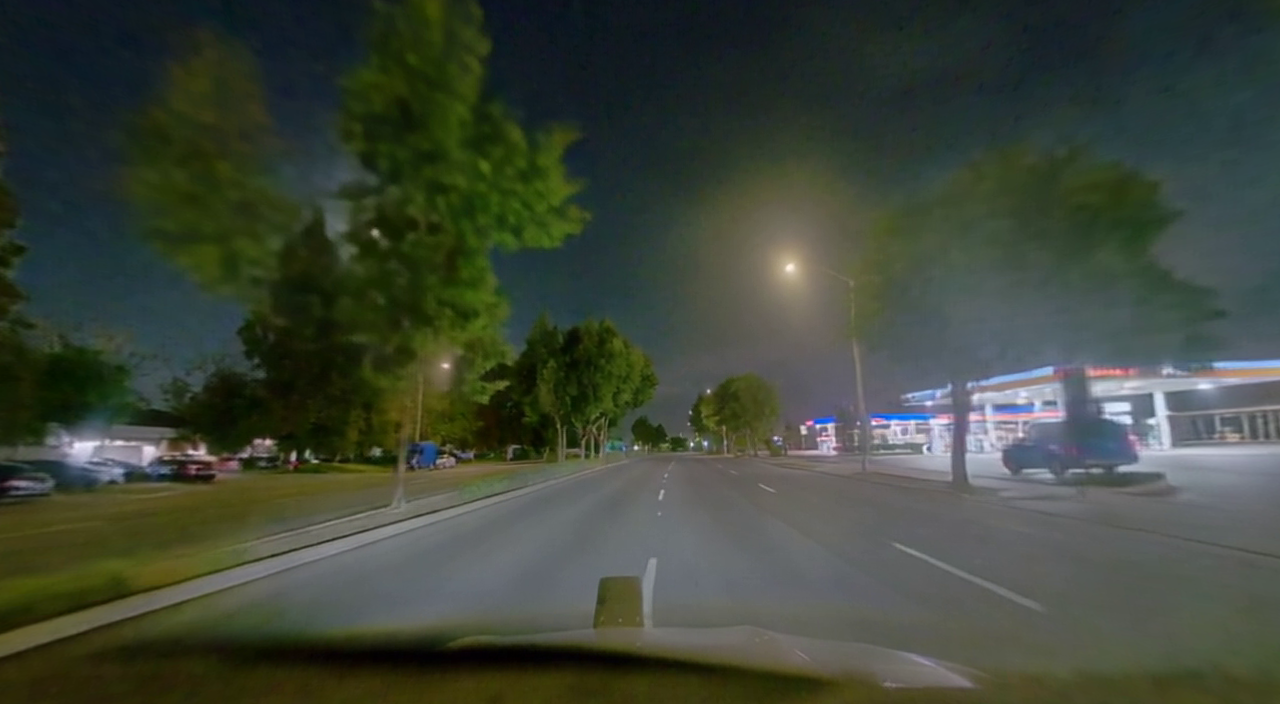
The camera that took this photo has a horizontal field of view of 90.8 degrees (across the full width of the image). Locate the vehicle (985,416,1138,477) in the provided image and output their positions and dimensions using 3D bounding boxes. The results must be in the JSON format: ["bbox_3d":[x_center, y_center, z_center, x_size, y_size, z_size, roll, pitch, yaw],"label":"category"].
[{"bbox_3d":[14.508,3.301,22.183,2.108,1.877,4.807,-1,-8,2],"label":"vehicle"}]

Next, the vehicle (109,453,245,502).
[{"bbox_3d":[-19.476,5.251,26.921,1.988,1.785,4.802,-1,-8,2],"label":"vehicle"}]
